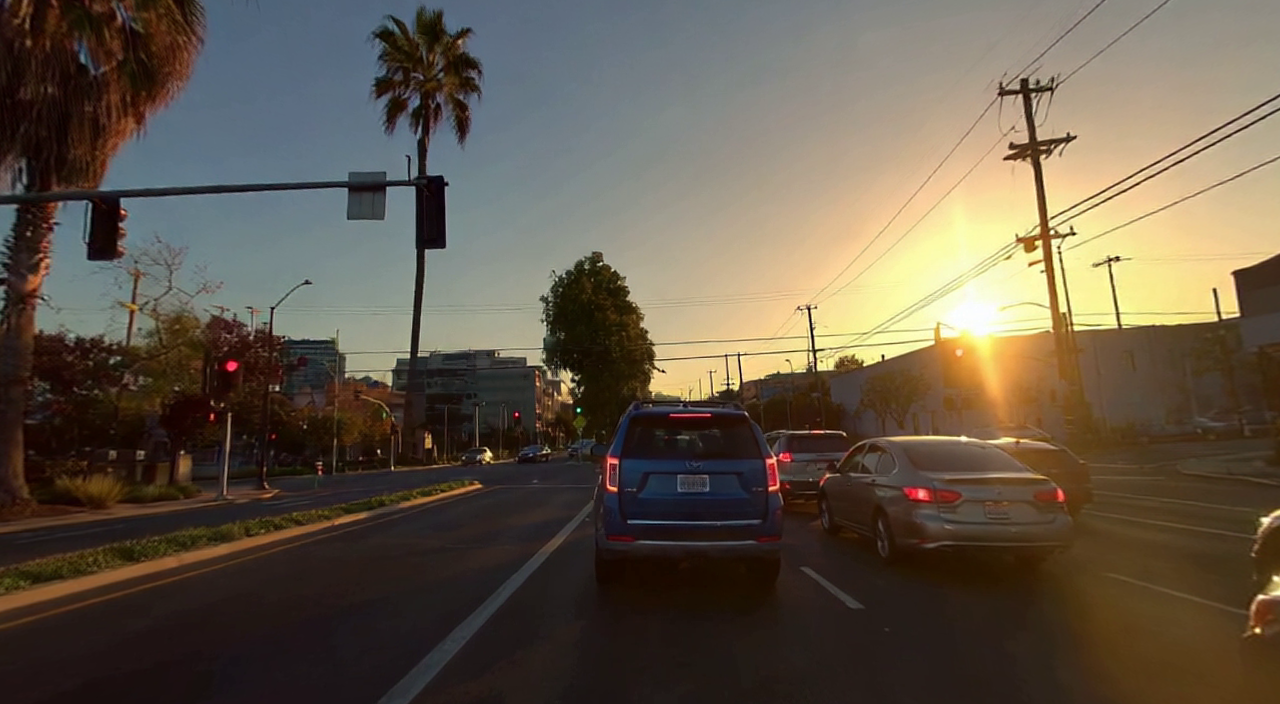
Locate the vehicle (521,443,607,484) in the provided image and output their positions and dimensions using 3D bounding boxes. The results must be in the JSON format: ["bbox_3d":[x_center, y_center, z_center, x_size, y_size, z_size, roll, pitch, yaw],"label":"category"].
[{"bbox_3d":[-3.410,4.841,27.689,1.964,1.628,4.415,6,-10,-33],"label":"vehicle"}]

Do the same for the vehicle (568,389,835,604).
[{"bbox_3d":[0.446,1.525,7.471,2.228,1.780,4.269,0,-9,-2],"label":"vehicle"}]

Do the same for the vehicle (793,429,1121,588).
[{"bbox_3d":[3.465,1.775,8.026,1.895,1.456,4.255,0,-9,-1],"label":"vehicle"}]

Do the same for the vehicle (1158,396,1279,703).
[{"bbox_3d":[3.353,0.663,0.743,1.805,1.485,4.348,0,-9,1],"label":"vehicle"}]
